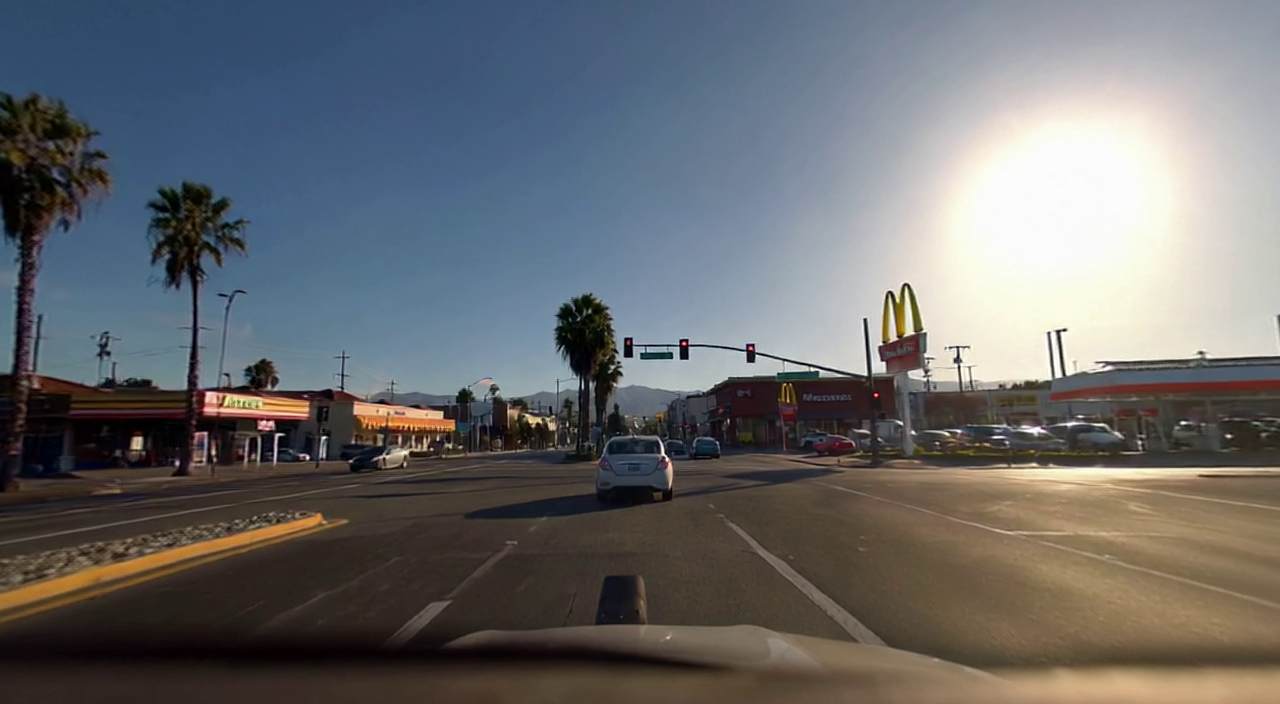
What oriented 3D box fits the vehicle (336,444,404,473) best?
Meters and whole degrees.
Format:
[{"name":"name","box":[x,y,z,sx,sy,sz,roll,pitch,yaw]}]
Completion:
[{"name":"vehicle","box":[-15.449,6.100,36.419,1.896,1.508,4.659,0,-8,-1]}]

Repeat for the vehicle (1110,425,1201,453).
[{"name":"vehicle","box":[31.917,5.418,39.319,1.903,1.630,4.320,0,-8,-1]}]

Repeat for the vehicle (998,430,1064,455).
[{"name":"vehicle","box":[24.344,5.665,39.462,1.738,1.462,3.609,0,-8,0]}]

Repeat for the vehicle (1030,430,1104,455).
[{"name":"vehicle","box":[26.415,5.624,39.221,1.923,1.501,3.849,0,-8,2]}]

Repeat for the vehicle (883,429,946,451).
[{"name":"vehicle","box":[19.622,6.342,45.273,3.833,1.495,1.892,-3,-8,16]}]

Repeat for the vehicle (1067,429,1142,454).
[{"name":"vehicle","box":[28.897,5.616,39.464,1.848,1.467,3.941,-1,-8,3]}]

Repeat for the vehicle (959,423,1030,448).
[{"name":"vehicle","box":[24.654,5.848,44.062,3.783,1.560,1.853,-4,-9,12]}]

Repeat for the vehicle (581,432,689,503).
[{"name":"vehicle","box":[-0.125,2.763,15.646,2.270,1.475,4.571,0,-8,0]}]
